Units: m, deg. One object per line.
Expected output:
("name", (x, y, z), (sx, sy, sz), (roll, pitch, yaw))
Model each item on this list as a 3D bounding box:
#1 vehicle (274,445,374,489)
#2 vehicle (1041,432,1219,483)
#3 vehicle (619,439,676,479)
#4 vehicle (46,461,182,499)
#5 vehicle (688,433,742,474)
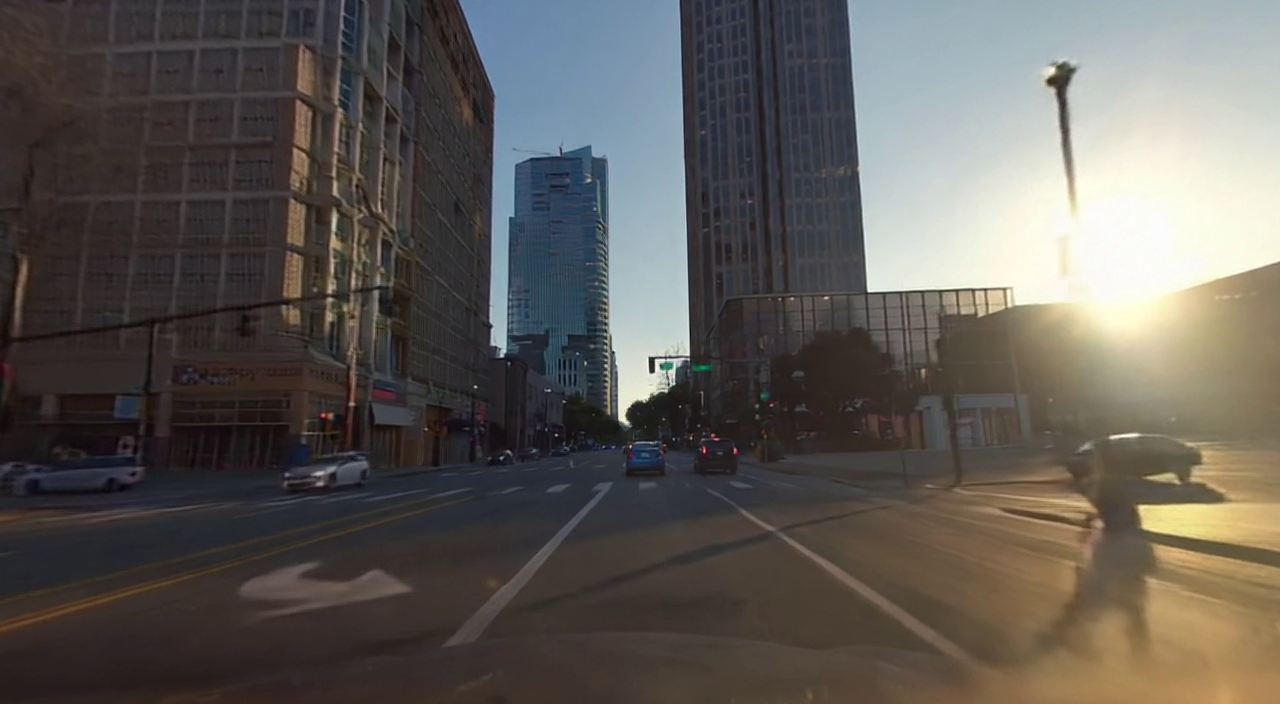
("vehicle", (-13.869, 5.059, 28.031), (2.082, 1.772, 4.447), (0, -9, 1))
("vehicle", (17.152, 3.716, 22.241), (4.556, 1.693, 2.030), (0, -9, -1))
("vehicle", (0.264, 4.550, 27.011), (2.245, 1.587, 4.094), (0, -9, -1))
("vehicle", (-23.907, 5.798, 28.778), (4.404, 1.618, 1.968), (0, -9, 1))
("vehicle", (3.814, 5.294, 32.996), (2.159, 1.938, 4.836), (0, -9, -1))
